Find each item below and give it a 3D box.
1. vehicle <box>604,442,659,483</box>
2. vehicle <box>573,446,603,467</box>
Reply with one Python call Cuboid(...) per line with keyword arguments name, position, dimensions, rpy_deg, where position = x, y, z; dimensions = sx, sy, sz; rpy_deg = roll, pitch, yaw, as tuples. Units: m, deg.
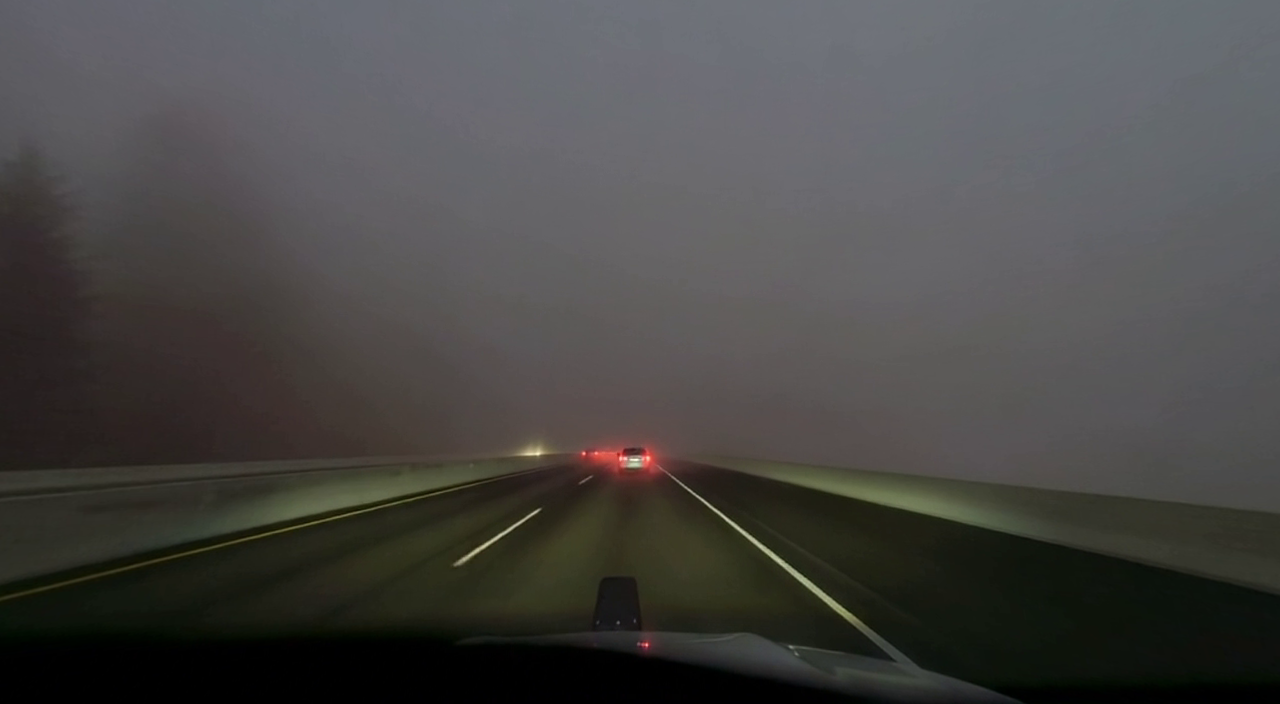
Cuboid(name="vehicle", position=(-0.356, 4.432, 25.311), dimensions=(2.066, 1.490, 3.759), rpy_deg=(-1, -9, -1))
Cuboid(name="vehicle", position=(-3.906, 7.910, 47.634), dimensions=(1.994, 1.470, 3.752), rpy_deg=(-1, -9, -1))
